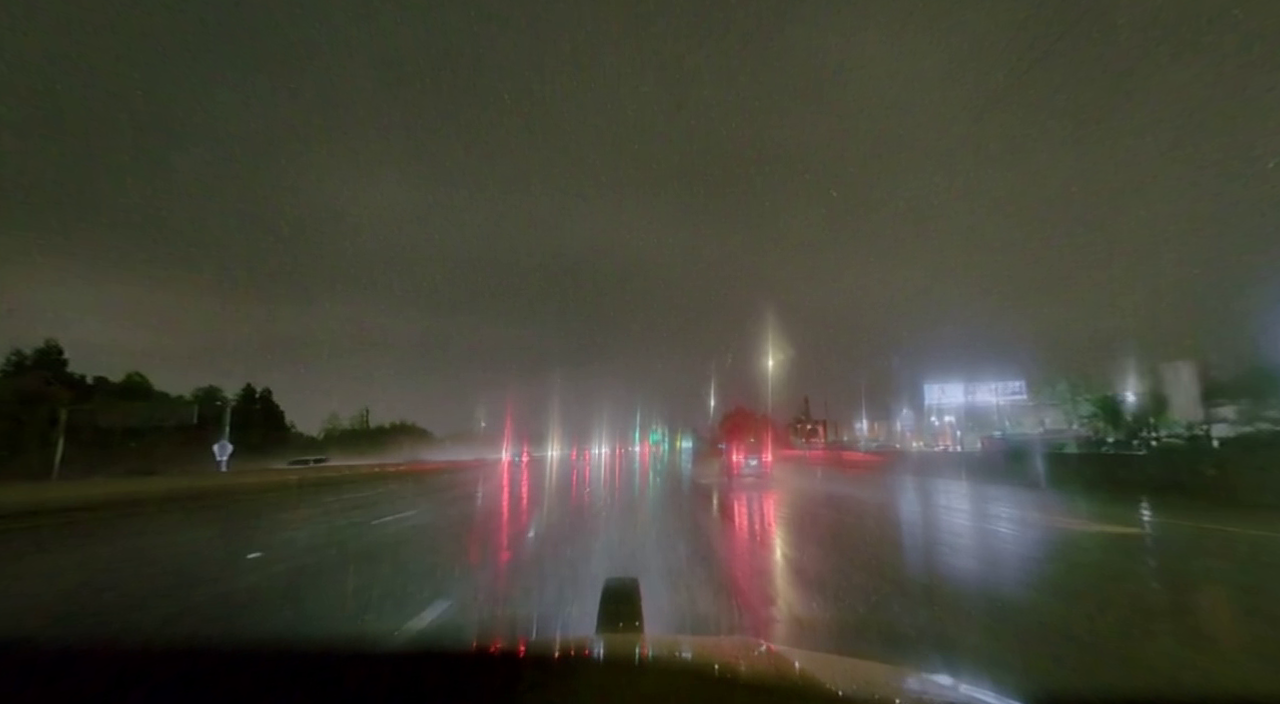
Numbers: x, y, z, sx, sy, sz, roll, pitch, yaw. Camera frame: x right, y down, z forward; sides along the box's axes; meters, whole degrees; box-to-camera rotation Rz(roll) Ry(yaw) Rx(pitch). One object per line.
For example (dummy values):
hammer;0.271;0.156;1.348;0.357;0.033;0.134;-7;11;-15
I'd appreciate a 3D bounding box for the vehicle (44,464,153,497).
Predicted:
vehicle;-31.736;7.530;37.162;1.905;1.634;5.113;0;-9;0

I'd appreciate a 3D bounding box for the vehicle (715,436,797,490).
vehicle;4.151;4.070;23.425;2.109;1.764;4.704;0;-9;0

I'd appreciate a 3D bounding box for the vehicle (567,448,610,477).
vehicle;-2.931;6.415;36.810;2.139;1.510;4.506;0;-9;1

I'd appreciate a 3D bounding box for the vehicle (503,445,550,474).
vehicle;-7.446;7.115;41.807;2.112;1.813;4.716;-1;-9;1

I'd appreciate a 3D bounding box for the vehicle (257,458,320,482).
vehicle;-27.446;9.188;49.375;1.996;1.683;5.125;0;-9;-1
